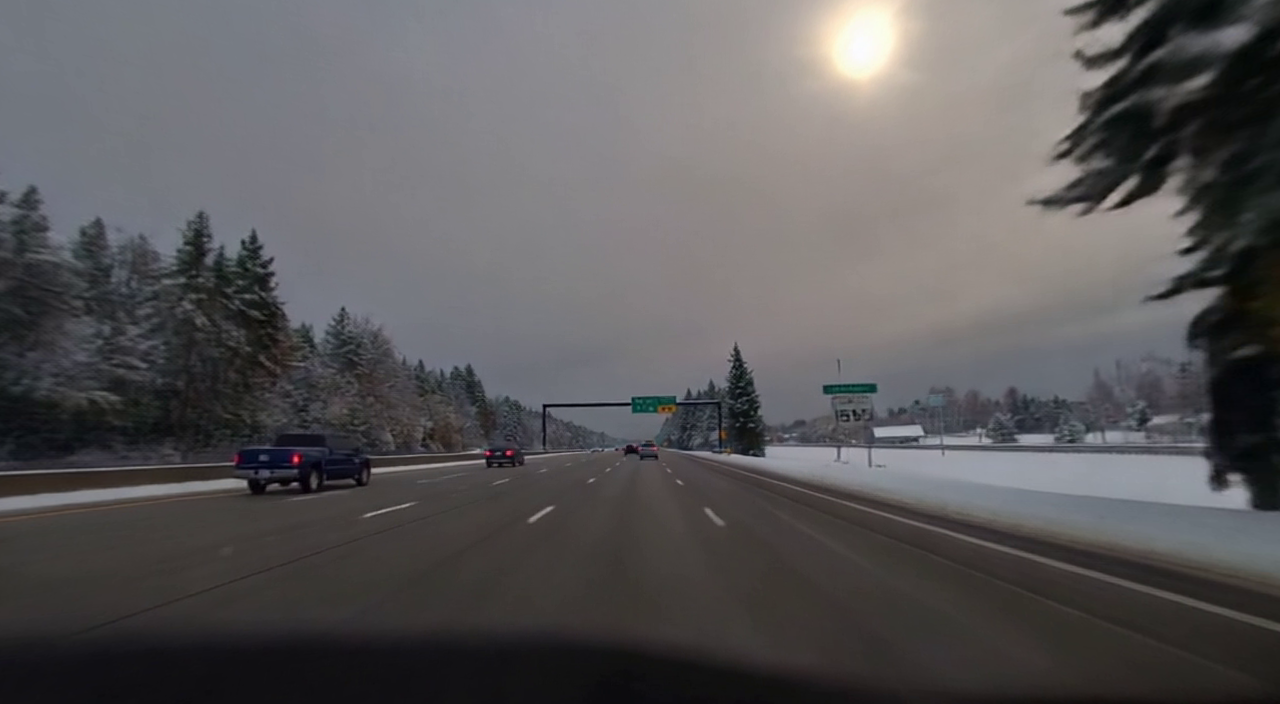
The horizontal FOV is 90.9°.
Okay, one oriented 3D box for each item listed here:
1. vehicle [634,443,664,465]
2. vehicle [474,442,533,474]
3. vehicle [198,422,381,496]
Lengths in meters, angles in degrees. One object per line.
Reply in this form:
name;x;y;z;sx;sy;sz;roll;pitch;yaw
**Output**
vehicle;0.663;7.221;44.942;1.984;1.471;4.202;-1;-8;1
vehicle;-6.719;5.239;31.444;1.919;1.499;4.234;0;-8;1
vehicle;-10.740;3.332;20.087;2.347;1.984;5.778;-1;-8;2
